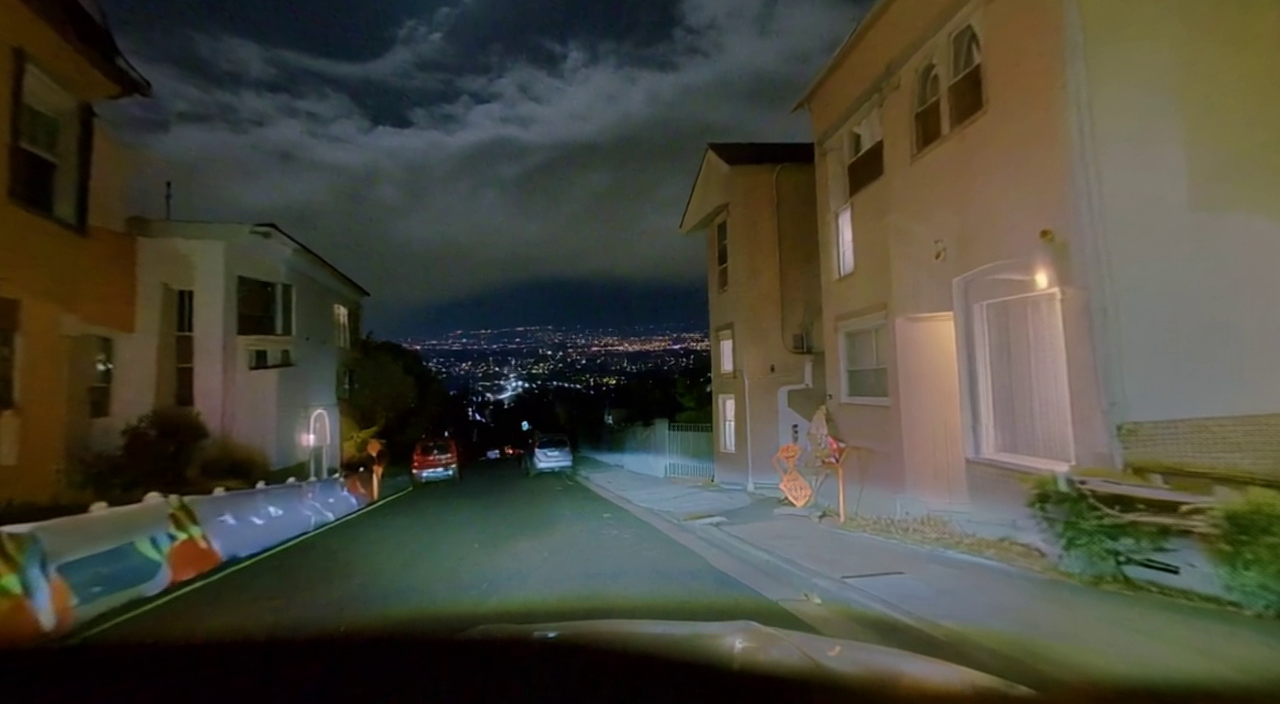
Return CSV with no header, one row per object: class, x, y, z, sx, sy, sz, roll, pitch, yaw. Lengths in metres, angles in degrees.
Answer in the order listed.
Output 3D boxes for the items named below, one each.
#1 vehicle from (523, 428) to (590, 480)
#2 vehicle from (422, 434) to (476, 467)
vehicle,-3.216,3.748,23.660,2.066,1.739,4.234,1,-8,-13
vehicle,-9.536,4.918,31.726,1.834,1.543,3.497,0,-7,-4
